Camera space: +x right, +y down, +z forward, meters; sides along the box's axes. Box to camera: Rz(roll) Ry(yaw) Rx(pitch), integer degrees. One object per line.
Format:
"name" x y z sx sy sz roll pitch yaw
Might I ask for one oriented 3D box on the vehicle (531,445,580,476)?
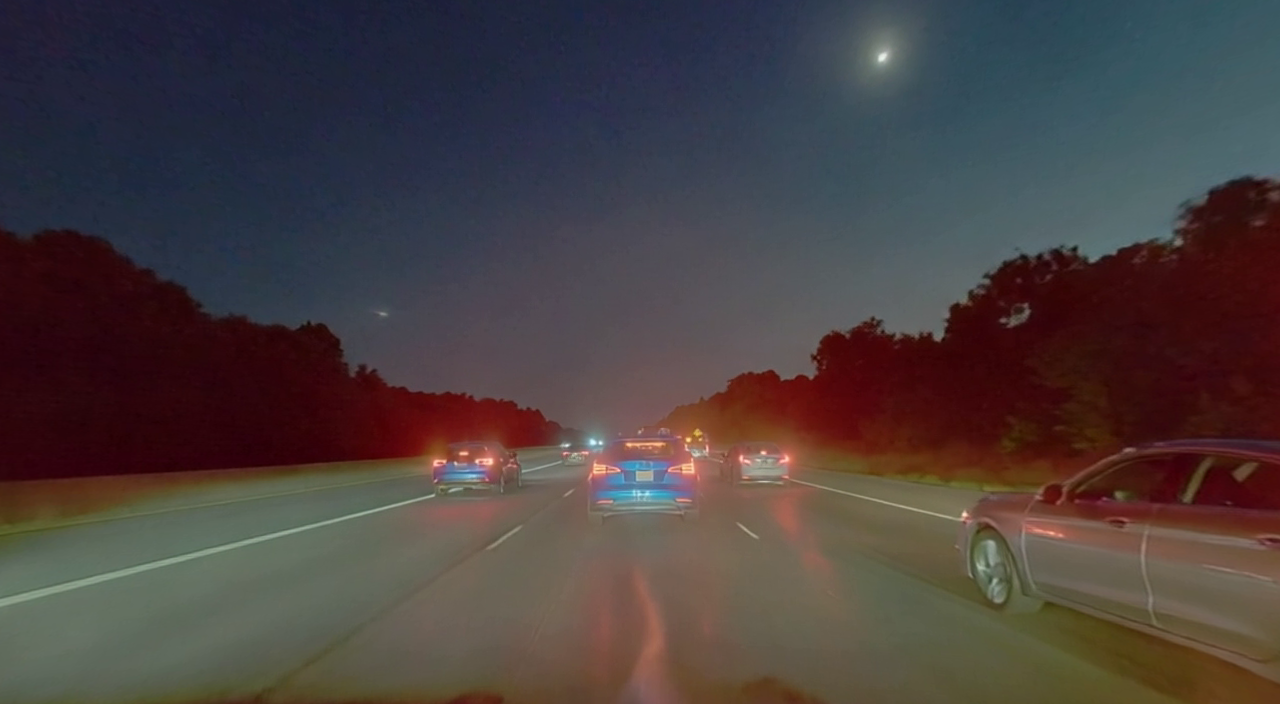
"vehicle" -4.196 5.457 31.847 1.910 1.468 3.781 0 -9 1

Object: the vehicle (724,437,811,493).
"vehicle" 3.952 3.571 20.219 1.905 1.590 3.746 0 -9 -2

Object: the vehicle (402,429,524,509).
"vehicle" -4.213 2.856 15.699 1.890 1.708 3.844 0 -9 0

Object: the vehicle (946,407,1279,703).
"vehicle" 3.680 1.039 3.198 1.953 1.434 4.511 0 -9 0

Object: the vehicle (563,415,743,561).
"vehicle" 0.137 1.897 9.357 2.093 1.695 3.782 0 -9 0
